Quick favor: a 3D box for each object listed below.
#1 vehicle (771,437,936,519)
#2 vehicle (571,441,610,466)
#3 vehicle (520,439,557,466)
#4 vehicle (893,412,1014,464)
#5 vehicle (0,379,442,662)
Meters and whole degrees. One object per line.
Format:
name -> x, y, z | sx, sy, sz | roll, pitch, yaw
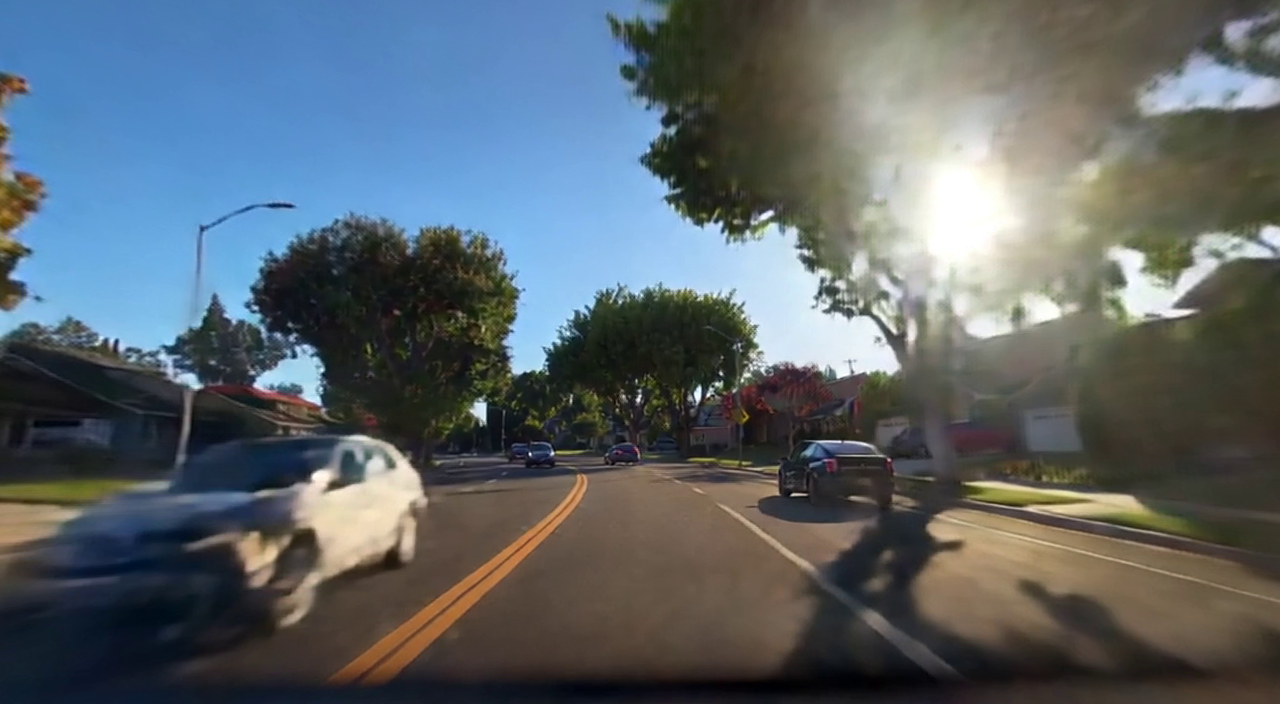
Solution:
vehicle -> 4.412, 2.646, 13.836 | 1.934, 1.506, 4.282 | 0, -8, -3
vehicle -> -3.623, 7.216, 45.129 | 2.106, 1.667, 4.367 | 2, -9, -14
vehicle -> -7.432, 7.281, 45.737 | 2.316, 1.845, 4.805 | 2, -9, -13
vehicle -> 14.982, 4.069, 30.264 | 4.455, 1.795, 2.331 | -7, -5, -8
vehicle -> -3.618, 1.334, 6.035 | 2.081, 1.721, 4.228 | 0, -8, 0
